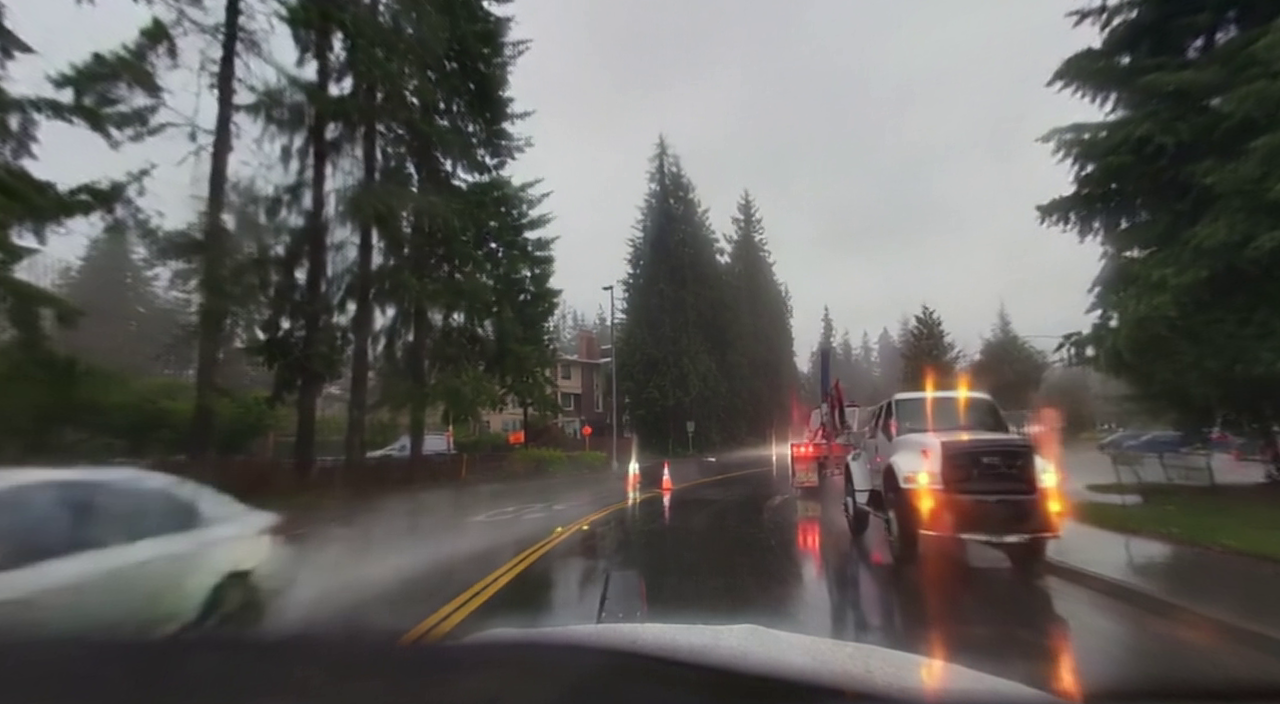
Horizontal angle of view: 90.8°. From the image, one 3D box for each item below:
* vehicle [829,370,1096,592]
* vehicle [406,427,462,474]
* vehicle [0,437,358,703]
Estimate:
[{"bbox_3d":[3.756,1.507,8.071,1.913,2.241,3.024,-2,-7,5],"label":"vehicle"},{"bbox_3d":[-11.829,5.646,36.411,2.665,2.465,1.532,5,-8,-10],"label":"vehicle"},{"bbox_3d":[-3.662,1.187,3.396,1.933,1.428,4.449,-1,-9,5],"label":"vehicle"}]
